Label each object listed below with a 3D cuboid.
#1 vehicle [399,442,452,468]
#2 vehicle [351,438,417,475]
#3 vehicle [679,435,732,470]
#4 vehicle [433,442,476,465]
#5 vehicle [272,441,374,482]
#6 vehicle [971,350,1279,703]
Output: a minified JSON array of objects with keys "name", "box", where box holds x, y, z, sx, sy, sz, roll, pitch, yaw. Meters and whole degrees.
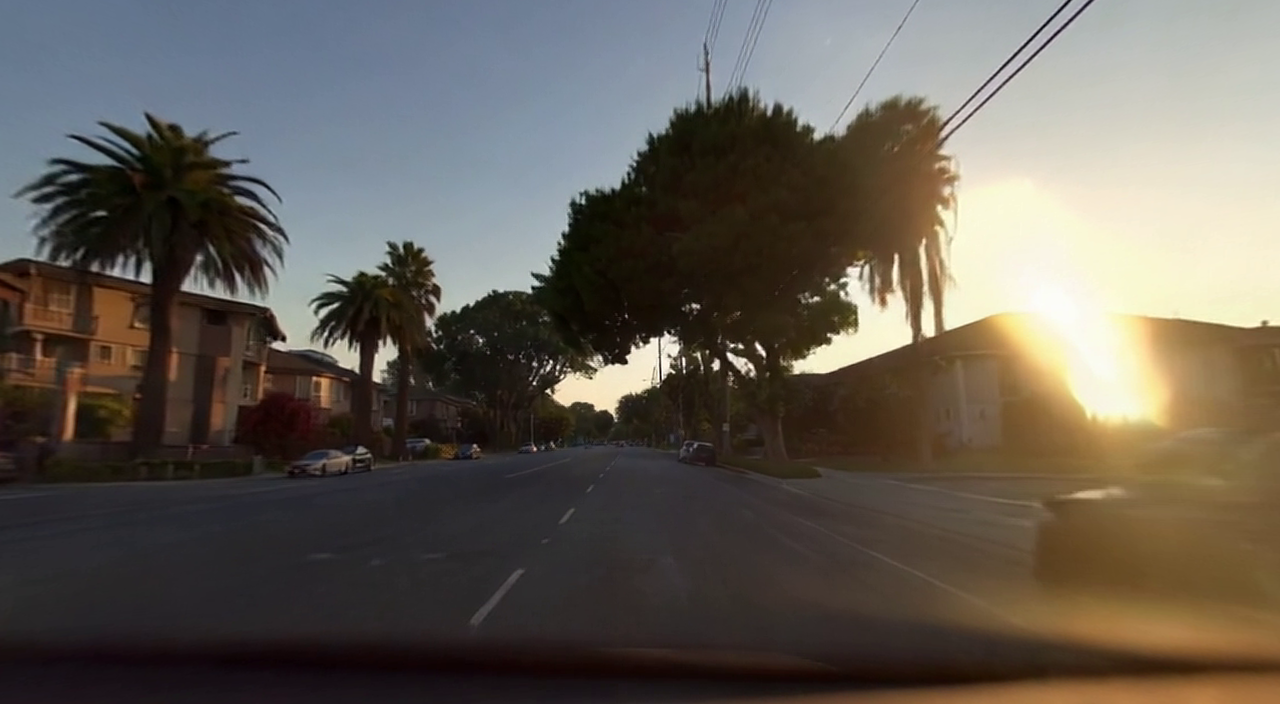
[{"name":"vehicle","box":[-13.748,6.616,40.761,1.921,1.498,4.460,0,-7,-1]},{"name":"vehicle","box":[-13.715,5.585,34.084,1.844,1.764,4.183,-1,-7,0]},{"name":"vehicle","box":[3.395,5.345,33.805,2.221,1.718,5.192,0,-8,0]},{"name":"vehicle","box":[-13.732,7.502,46.988,1.899,1.474,4.529,-1,-7,-1]},{"name":"vehicle","box":[-13.668,4.712,27.546,2.131,1.492,4.310,-1,-6,2]},{"name":"vehicle","box":[3.836,0.853,2.624,1.996,1.749,5.217,0,-8,-1]}]
